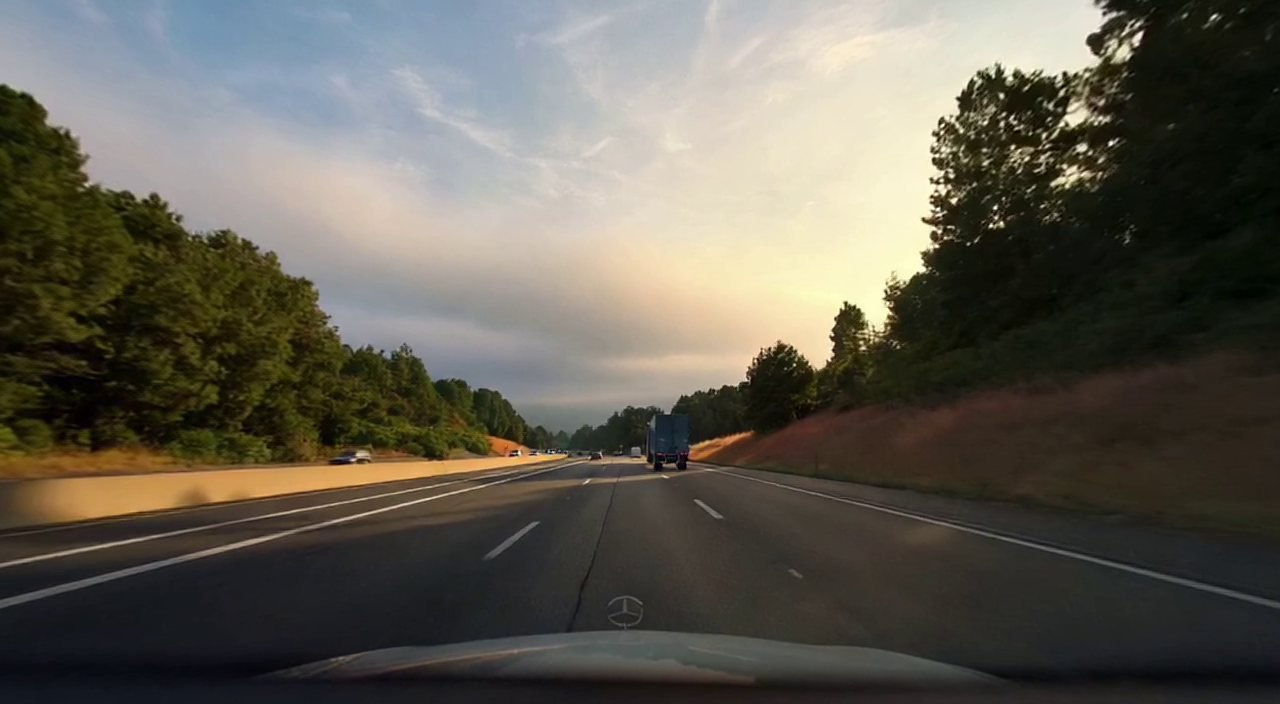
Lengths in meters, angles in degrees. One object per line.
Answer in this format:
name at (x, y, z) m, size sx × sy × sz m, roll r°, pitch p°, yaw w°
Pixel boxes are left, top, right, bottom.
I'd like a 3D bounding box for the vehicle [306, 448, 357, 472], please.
vehicle at (-20.157, 7.029, 41.290) m, size 1.636 × 1.467 × 3.540 m, roll 0°, pitch -9°, yaw -2°
